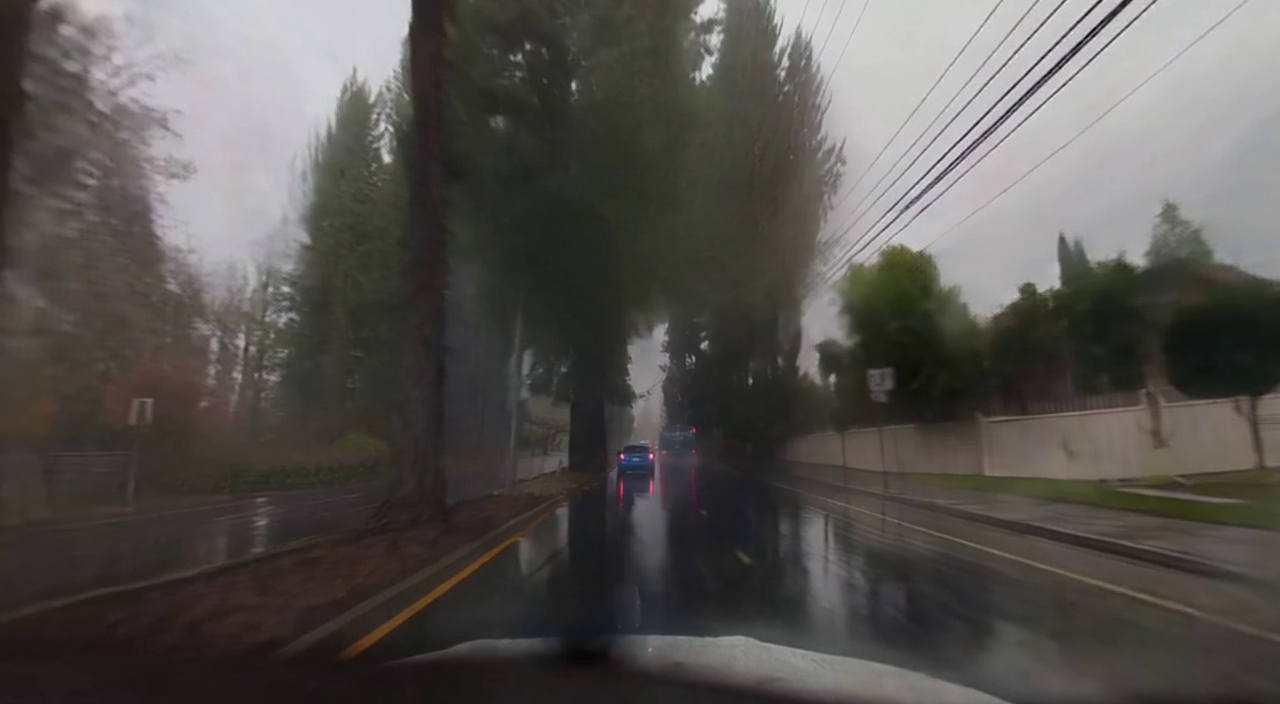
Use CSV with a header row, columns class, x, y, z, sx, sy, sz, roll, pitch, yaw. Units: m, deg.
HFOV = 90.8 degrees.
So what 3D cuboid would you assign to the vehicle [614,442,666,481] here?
class,x,y,z,sx,sy,sz,roll,pitch,yaw
vehicle,-0.035,4.584,26.673,2.018,1.511,3.993,0,-8,-1
